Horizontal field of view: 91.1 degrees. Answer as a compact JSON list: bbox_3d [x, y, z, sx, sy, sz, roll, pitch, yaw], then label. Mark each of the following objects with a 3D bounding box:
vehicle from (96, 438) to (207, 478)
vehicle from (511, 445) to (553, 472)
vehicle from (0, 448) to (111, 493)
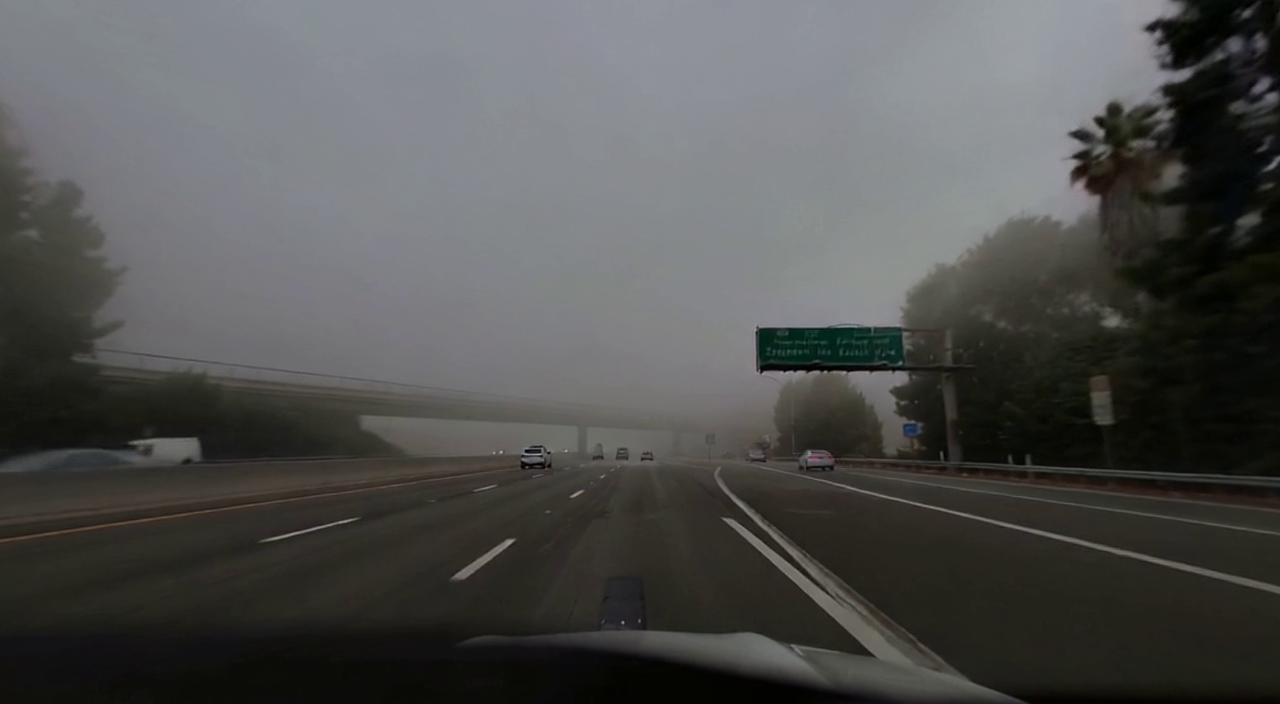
[{"bbox_3d":[-25.618,5.571,33.210,2.090,1.946,4.745,0,-9,-2],"label":"vehicle"},{"bbox_3d":[-6.928,6.878,40.681,1.935,1.633,3.955,0,-9,1],"label":"vehicle"},{"bbox_3d":[-22.414,4.299,23.115,1.854,1.461,4.594,0,-9,0],"label":"vehicle"}]
